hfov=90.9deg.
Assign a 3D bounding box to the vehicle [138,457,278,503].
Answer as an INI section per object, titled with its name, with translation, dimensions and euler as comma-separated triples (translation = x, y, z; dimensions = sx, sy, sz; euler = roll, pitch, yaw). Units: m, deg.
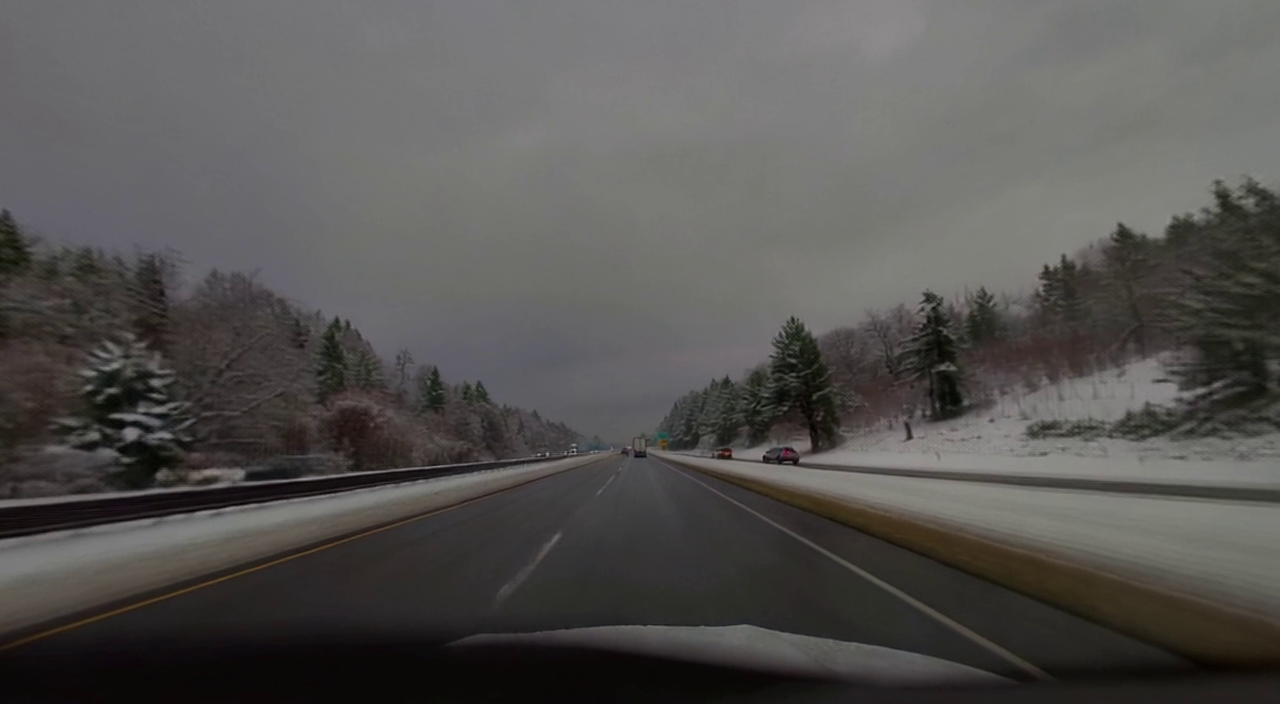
[vehicle]
translation = -15.194, 4.493, 22.527
dimensions = 1.811, 1.452, 4.412
euler = 0, -9, 1
